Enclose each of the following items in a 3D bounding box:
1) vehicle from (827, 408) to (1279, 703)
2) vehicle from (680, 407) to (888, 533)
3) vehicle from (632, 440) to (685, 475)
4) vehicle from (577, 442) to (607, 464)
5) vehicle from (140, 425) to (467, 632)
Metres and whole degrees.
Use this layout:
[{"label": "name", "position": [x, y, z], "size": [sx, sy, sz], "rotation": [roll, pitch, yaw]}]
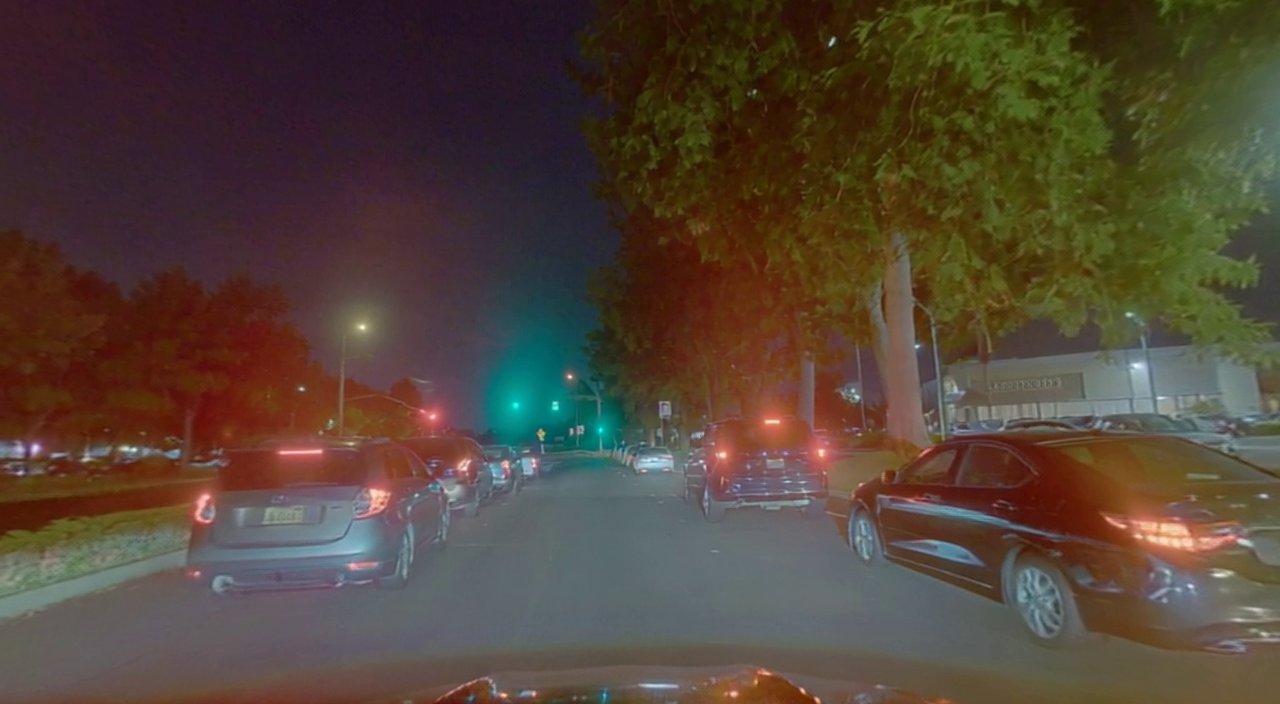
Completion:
[{"label": "vehicle", "position": [3.416, 1.358, 5.307], "size": [1.904, 1.494, 4.864], "rotation": [1, -8, -4]}, {"label": "vehicle", "position": [2.404, 2.211, 12.545], "size": [2.324, 1.907, 5.634], "rotation": [1, -8, -6]}, {"label": "vehicle", "position": [0.768, 4.785, 28.972], "size": [1.910, 1.493, 4.490], "rotation": [1, -8, -5]}, {"label": "vehicle", "position": [-3.553, 7.385, 46.451], "size": [2.095, 1.473, 4.301], "rotation": [1, -8, -5]}, {"label": "vehicle", "position": [-3.096, 1.624, 6.965], "size": [1.968, 1.497, 4.286], "rotation": [2, -8, -11]}]
